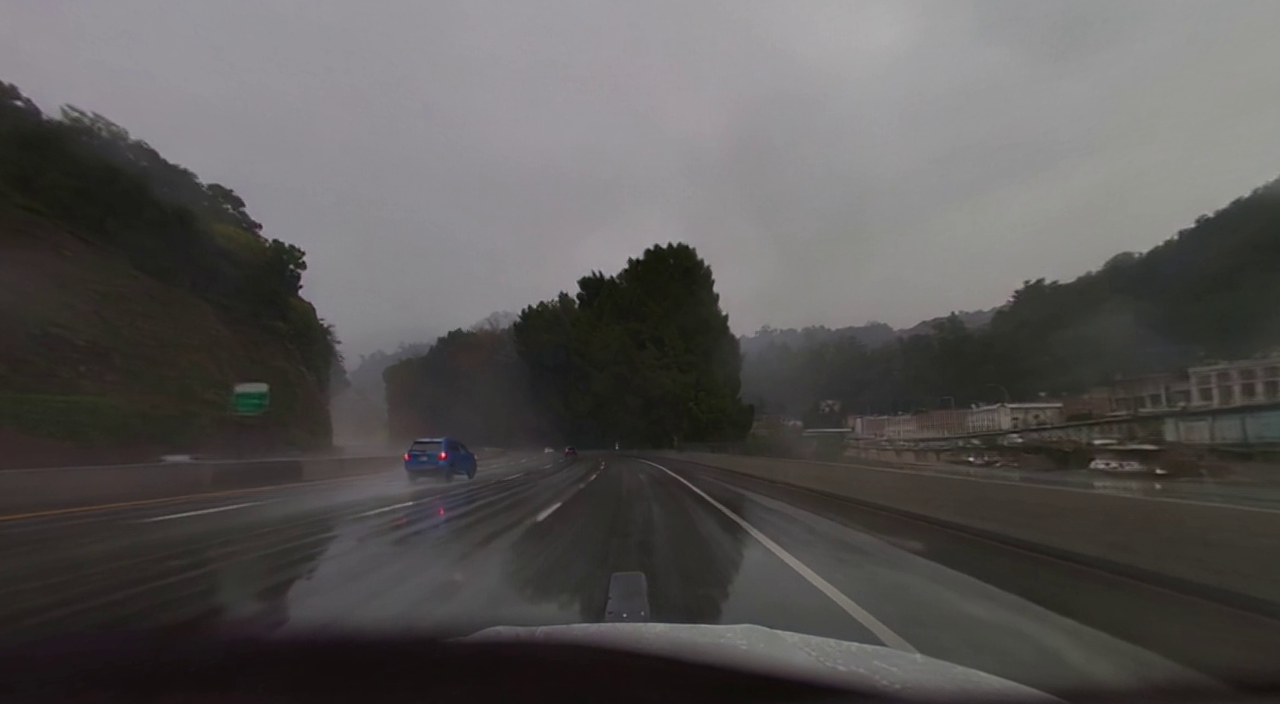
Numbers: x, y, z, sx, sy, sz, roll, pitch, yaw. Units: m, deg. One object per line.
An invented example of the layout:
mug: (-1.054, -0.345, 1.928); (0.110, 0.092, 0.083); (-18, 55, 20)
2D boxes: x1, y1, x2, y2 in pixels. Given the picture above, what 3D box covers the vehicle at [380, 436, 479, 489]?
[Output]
vehicle: (-7.546, 4.002, 23.150); (2.046, 1.712, 4.533); (0, -8, 0)
